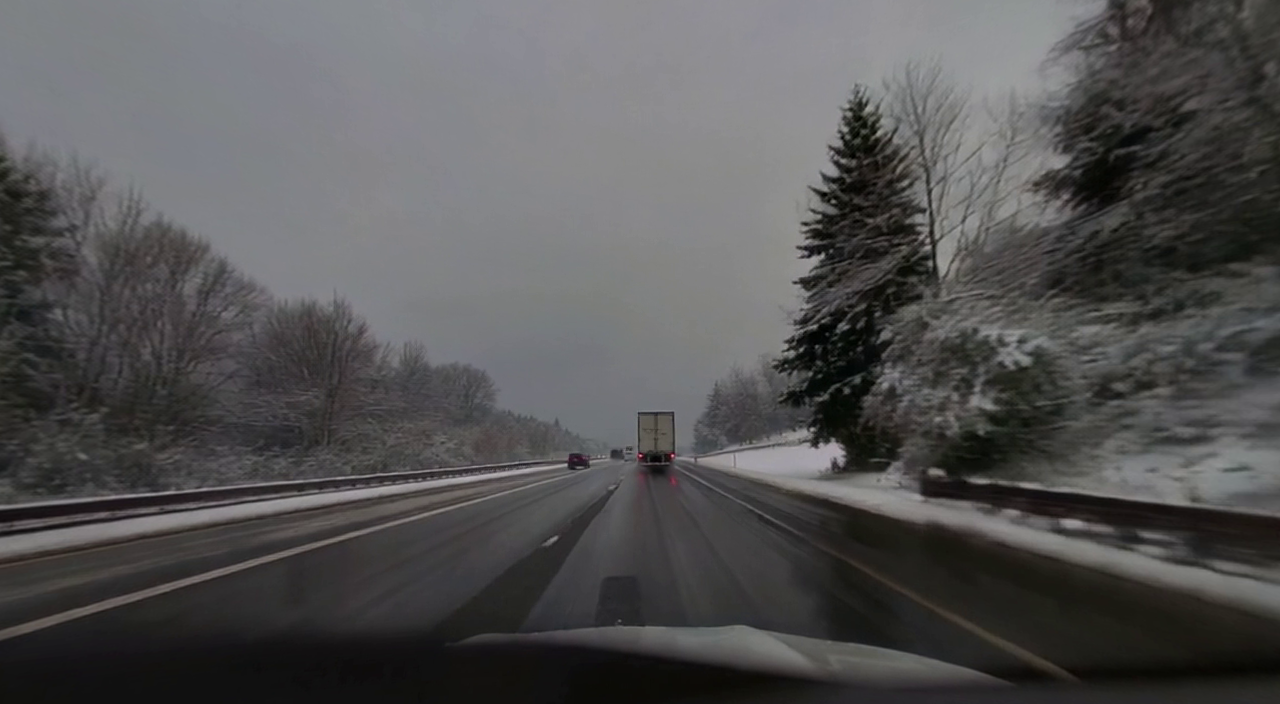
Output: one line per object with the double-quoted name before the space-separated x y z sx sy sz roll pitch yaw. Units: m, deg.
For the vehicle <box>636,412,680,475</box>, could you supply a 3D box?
"vehicle" 1.206 7.138 48.308 2.901 4.032 14.338 0 -9 0
